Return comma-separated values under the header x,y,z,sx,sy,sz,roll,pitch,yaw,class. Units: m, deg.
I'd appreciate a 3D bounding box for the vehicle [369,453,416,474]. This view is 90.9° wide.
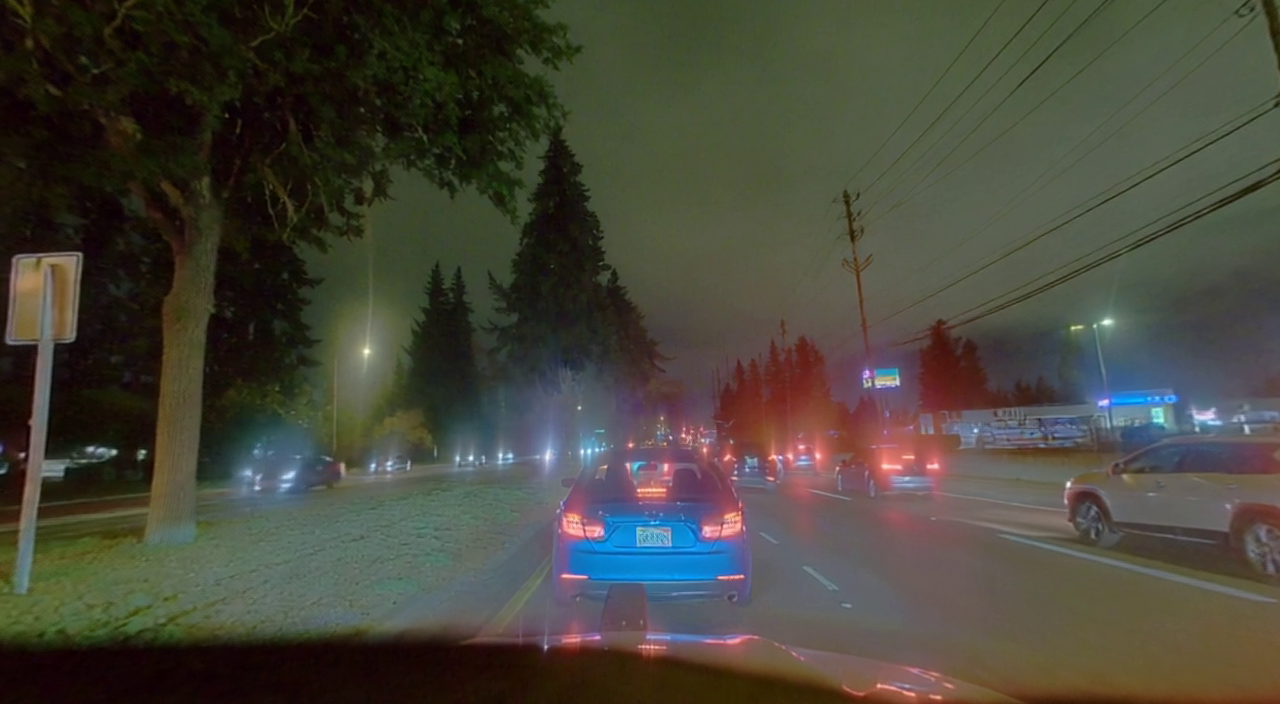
x,y,z,sx,sy,sz,roll,pitch,yaw,class
-19.111,8.580,48.852,1.853,1.489,4.449,0,-8,0,vehicle

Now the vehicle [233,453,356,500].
x,y,z,sx,sy,sz,roll,pitch,yaw,class
-11.977,4.309,22.259,1.804,1.430,4.456,0,-8,0,vehicle

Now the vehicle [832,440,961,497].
x,y,z,sx,sy,sz,roll,pitch,yaw,class
7.297,3.332,18.521,1.899,1.458,4.499,0,-8,0,vehicle

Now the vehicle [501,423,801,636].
x,y,z,sx,sy,sz,roll,pitch,yaw,class
0.066,1.540,6.477,2.108,1.479,3.935,0,-8,0,vehicle

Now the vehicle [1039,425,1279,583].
x,y,z,sx,sy,sz,roll,pitch,yaw,class
6.991,1.632,7.292,1.850,1.480,4.474,0,-8,1,vehicle
